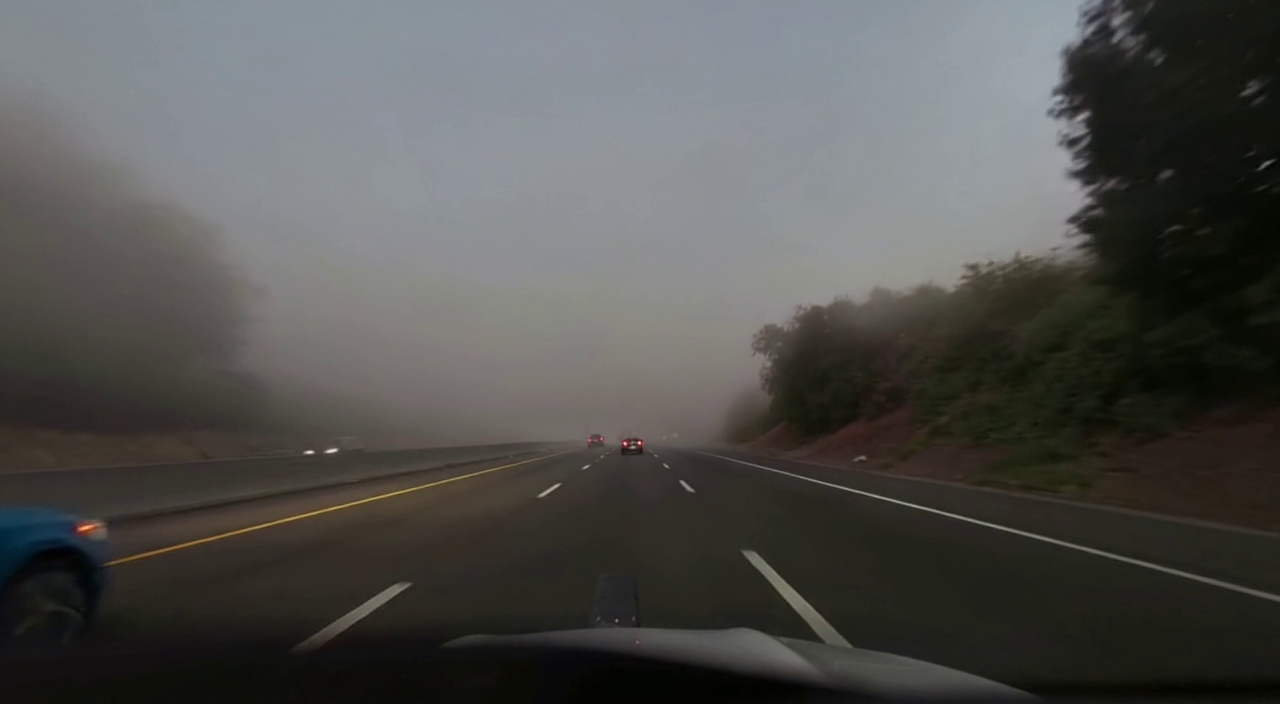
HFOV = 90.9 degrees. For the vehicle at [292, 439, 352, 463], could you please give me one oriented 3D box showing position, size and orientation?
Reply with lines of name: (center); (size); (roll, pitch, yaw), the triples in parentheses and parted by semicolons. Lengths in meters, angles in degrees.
vehicle: (-20.562, 6.402, 40.947); (1.847, 1.443, 4.064); (0, -8, 0)
